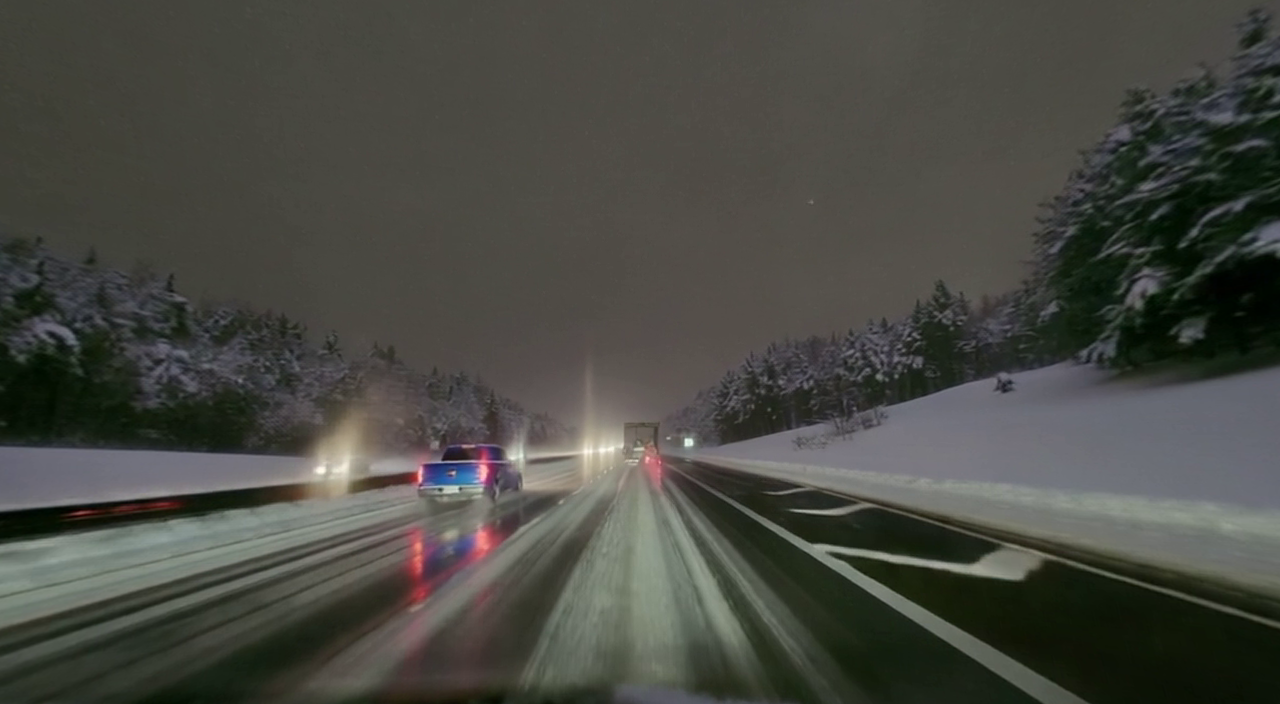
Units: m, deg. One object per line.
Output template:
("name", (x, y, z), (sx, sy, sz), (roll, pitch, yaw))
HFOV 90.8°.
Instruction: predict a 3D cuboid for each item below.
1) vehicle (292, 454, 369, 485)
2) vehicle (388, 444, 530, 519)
("vehicle", (-16.587, 6.301, 34.110), (1.847, 1.470, 4.497), (-1, -9, 1))
("vehicle", (-3.918, 2.875, 14.489), (1.955, 1.438, 4.100), (-1, -9, 1))
